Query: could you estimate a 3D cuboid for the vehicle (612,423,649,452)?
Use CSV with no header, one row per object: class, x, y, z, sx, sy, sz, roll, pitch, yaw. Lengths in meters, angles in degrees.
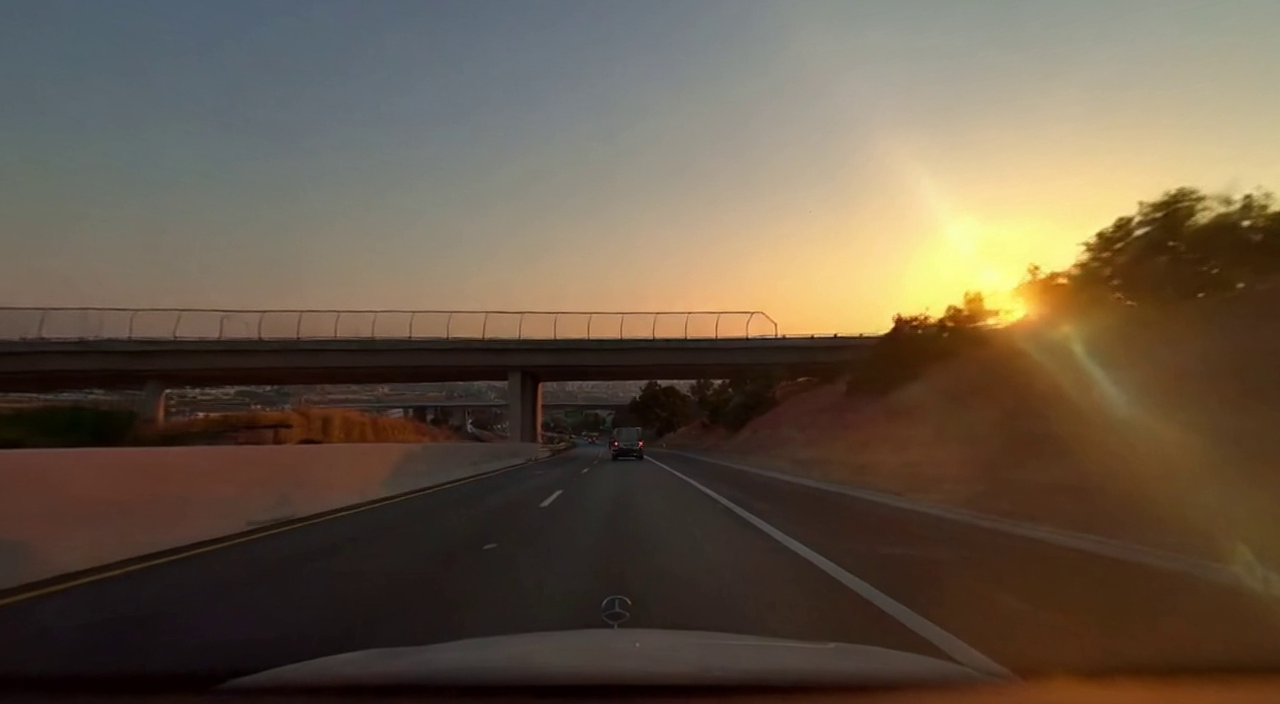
vehicle,-0.662,5.283,38.832,2.157,1.647,4.524,0,-8,-3
